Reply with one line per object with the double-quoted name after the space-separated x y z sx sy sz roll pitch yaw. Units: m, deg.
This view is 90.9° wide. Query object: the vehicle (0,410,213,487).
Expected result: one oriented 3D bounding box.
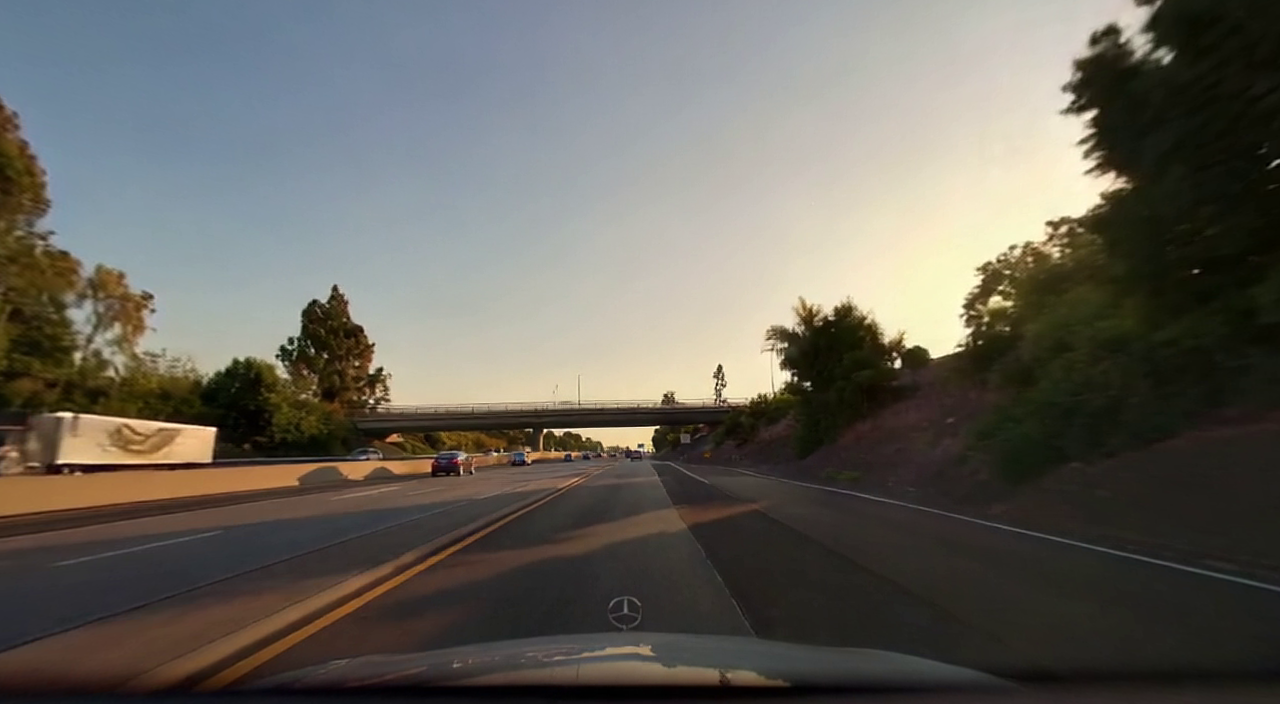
-33.039 5.975 39.020 2.832 3.818 14.586 2 -9 1 "vehicle"
